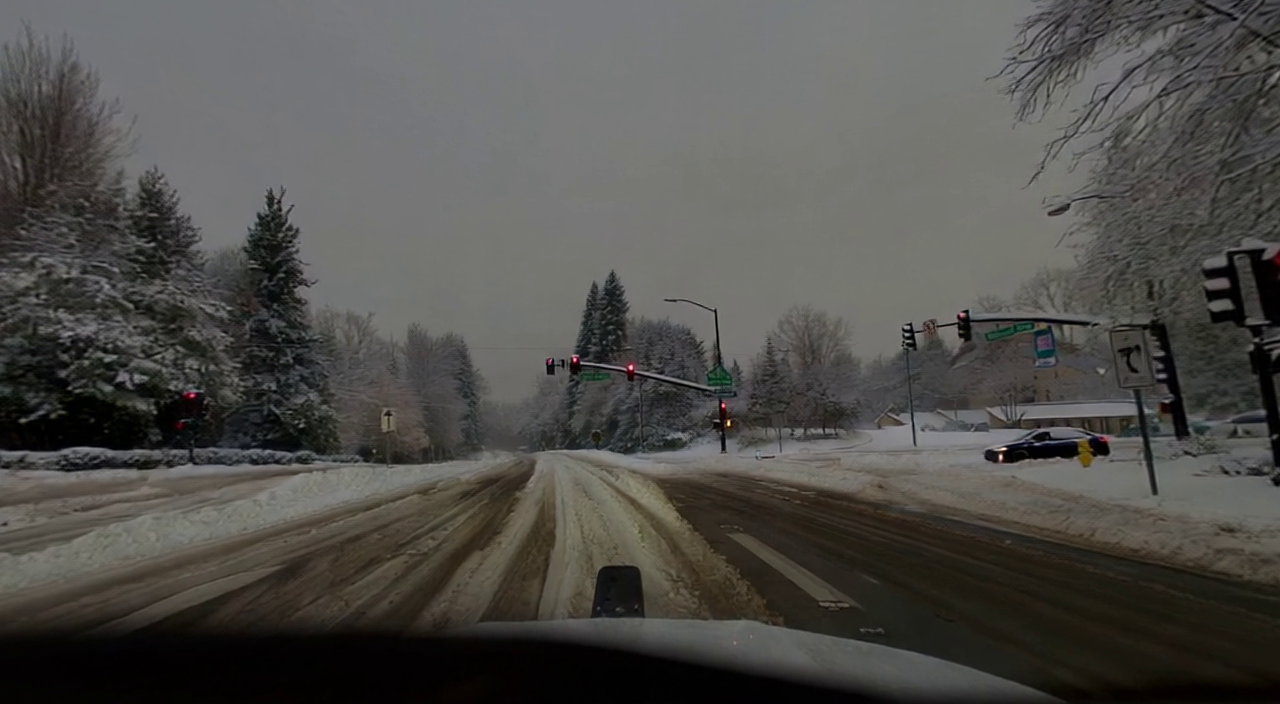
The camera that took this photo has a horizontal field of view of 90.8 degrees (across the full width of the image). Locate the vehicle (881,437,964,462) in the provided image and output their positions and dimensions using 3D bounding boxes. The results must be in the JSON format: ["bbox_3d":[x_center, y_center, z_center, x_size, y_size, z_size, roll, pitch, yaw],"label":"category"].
[{"bbox_3d":[18.632,6.435,41.638,5.234,1.549,1.982,4,-9,-24],"label":"vehicle"}]

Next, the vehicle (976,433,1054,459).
[{"bbox_3d":[26.881,6.739,45.296,5.032,1.828,2.183,4,-9,-24],"label":"vehicle"}]

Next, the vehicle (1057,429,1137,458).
[{"bbox_3d":[36.027,7.221,49.787,6.148,2.119,2.473,4,-10,-28],"label":"vehicle"}]
